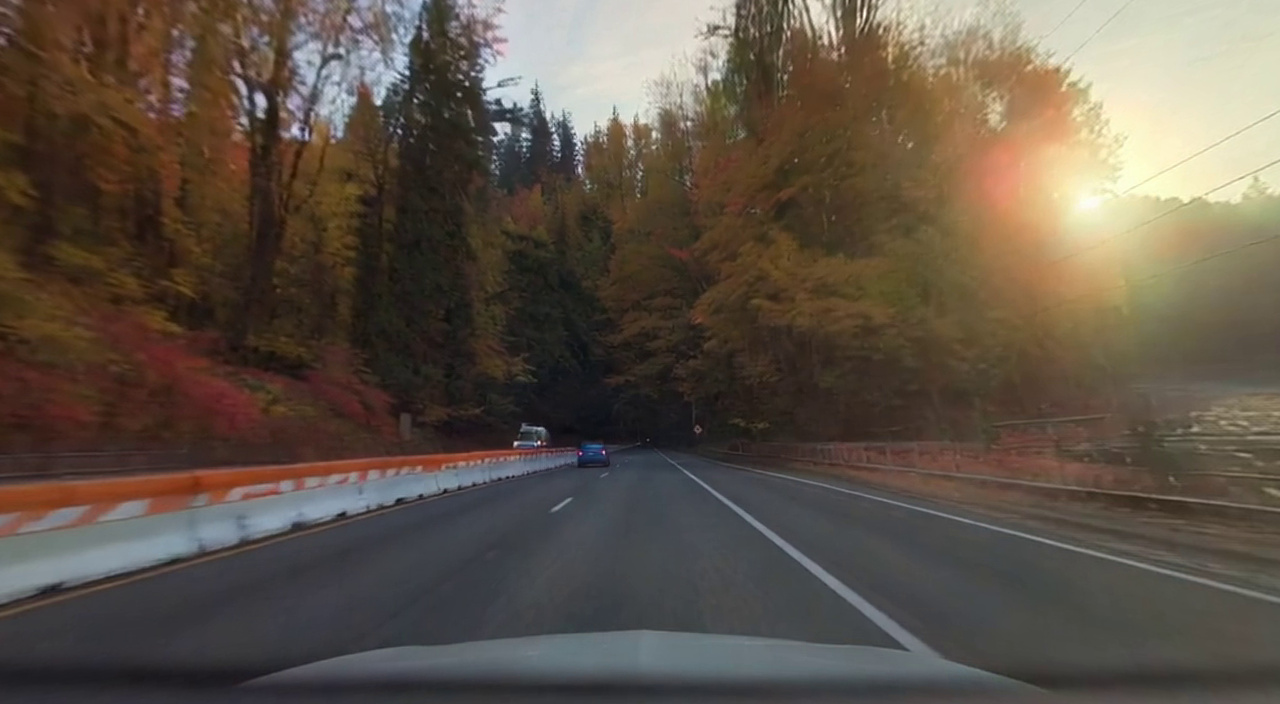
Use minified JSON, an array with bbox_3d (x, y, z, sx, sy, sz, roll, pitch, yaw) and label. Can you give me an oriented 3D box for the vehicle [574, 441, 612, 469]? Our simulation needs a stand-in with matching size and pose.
[{"bbox_3d":[-2.711,6.043,37.081,1.902,1.505,4.016,0,-8,0],"label":"vehicle"}]
